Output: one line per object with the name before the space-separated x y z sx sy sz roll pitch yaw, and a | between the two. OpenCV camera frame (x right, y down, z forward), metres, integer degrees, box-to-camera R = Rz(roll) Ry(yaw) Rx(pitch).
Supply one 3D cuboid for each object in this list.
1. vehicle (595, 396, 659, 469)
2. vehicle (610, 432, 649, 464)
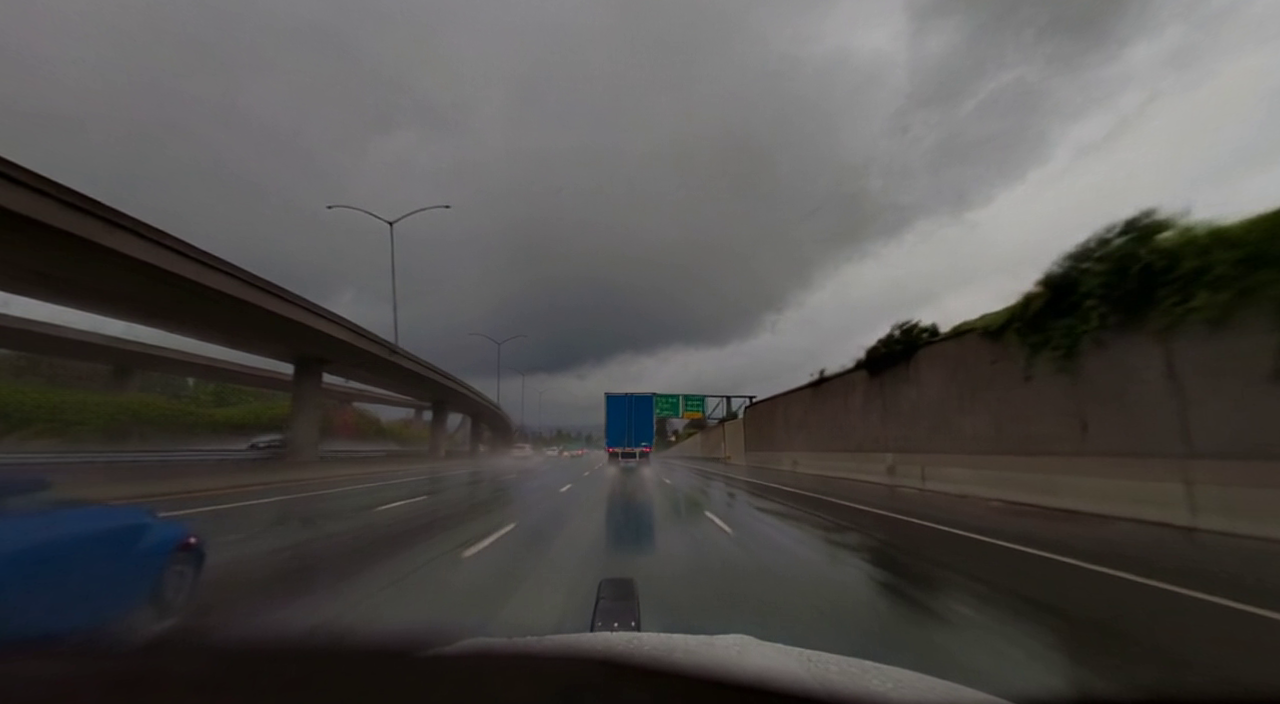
vehicle | -0.697 5.033 38.158 3.233 3.678 11.032 1 -9 0
vehicle | -0.605 5.389 35.526 2.052 1.666 4.358 1 -9 -2
